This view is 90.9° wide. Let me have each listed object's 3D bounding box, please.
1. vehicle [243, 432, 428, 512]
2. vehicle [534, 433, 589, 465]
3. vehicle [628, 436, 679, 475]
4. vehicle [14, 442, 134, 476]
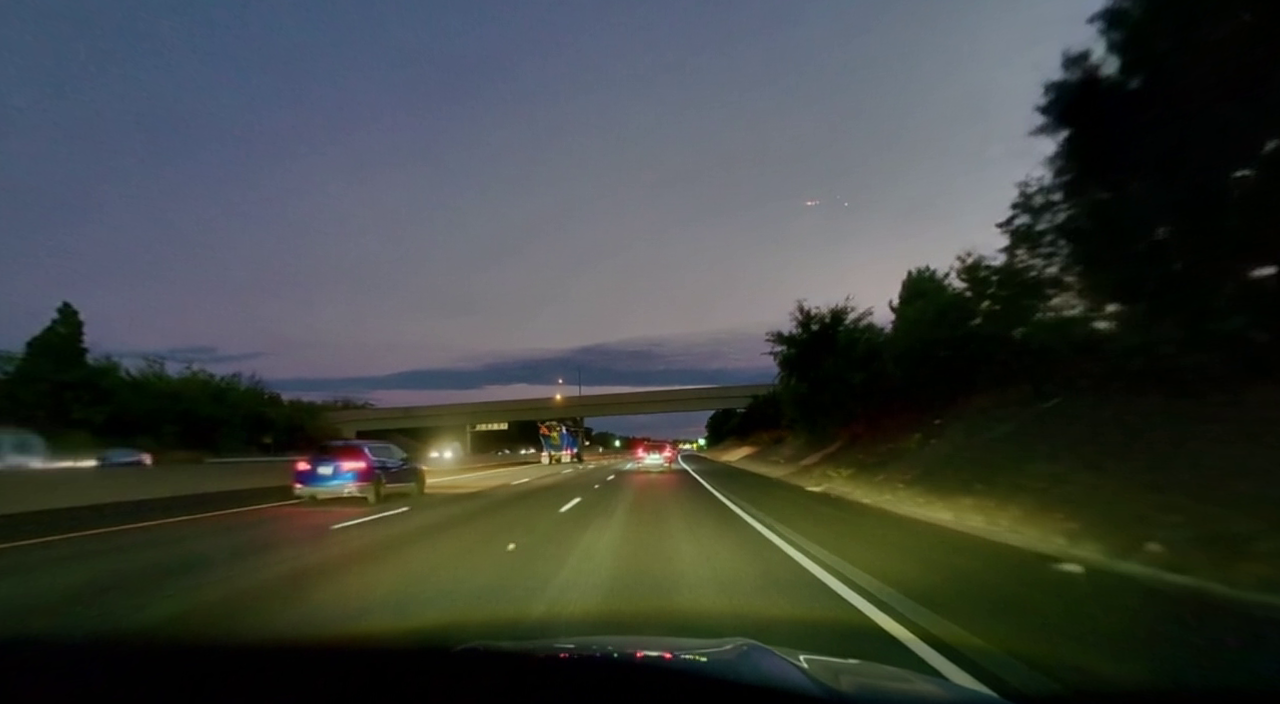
[{"bbox_3d":[-7.062,2.820,15.328,2.115,1.644,4.513,-1,-8,2],"label":"vehicle"},{"bbox_3d":[-5.756,7.282,47.467,2.827,2.236,7.057,-1,-8,3],"label":"vehicle"},{"bbox_3d":[0.685,5.029,30.832,2.336,1.722,4.212,0,-8,2],"label":"vehicle"},{"bbox_3d":[-31.537,5.960,35.369,2.012,1.767,4.957,-1,-8,2],"label":"vehicle"}]
